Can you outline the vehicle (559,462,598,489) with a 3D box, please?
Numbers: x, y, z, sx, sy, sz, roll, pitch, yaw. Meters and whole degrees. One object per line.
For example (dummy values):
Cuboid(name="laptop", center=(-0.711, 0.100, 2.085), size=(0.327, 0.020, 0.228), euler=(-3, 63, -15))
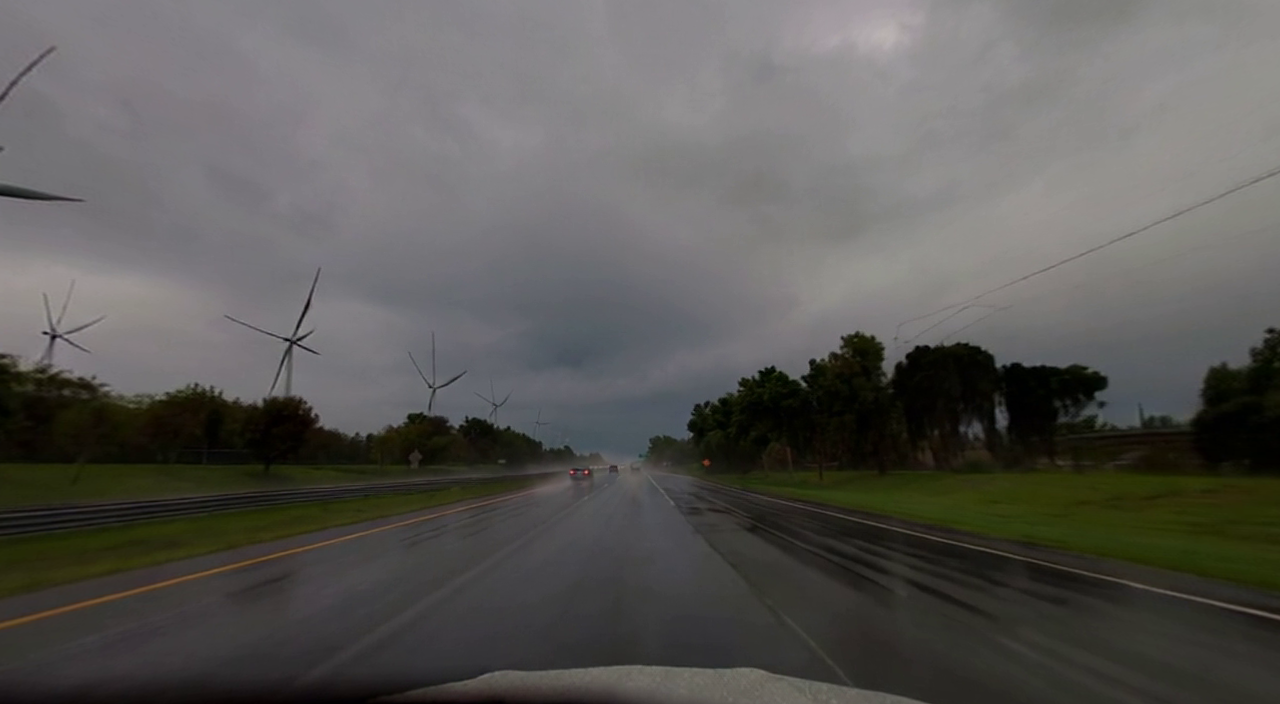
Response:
Cuboid(name="vehicle", center=(-3.750, 7.659, 39.069), size=(2.001, 1.486, 4.104), euler=(1, -10, -1))
